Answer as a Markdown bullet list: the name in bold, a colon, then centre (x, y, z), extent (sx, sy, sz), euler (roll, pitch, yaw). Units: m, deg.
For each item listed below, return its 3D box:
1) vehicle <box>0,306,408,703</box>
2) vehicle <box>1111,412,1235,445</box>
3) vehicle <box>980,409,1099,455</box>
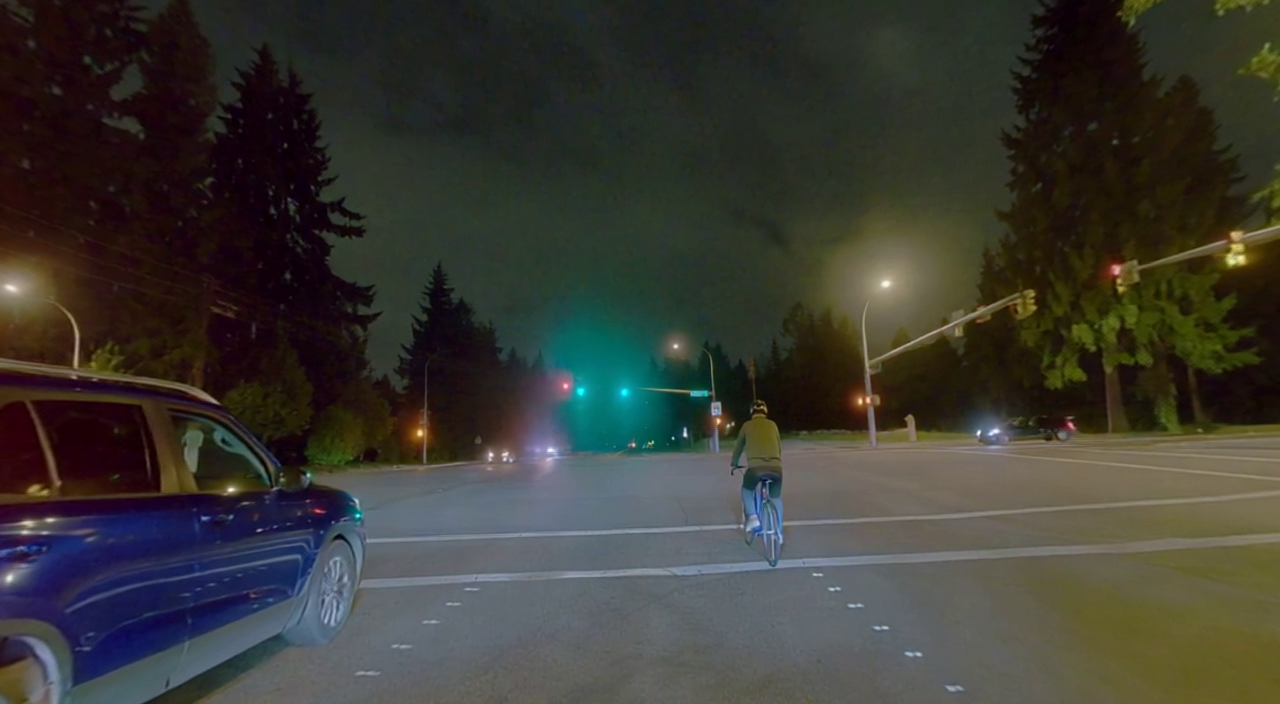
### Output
- **vehicle**: centre (-2.963, 0.887, 2.863), extent (2.049, 1.756, 4.602), euler (0, -8, 0)
- **vehicle**: centre (25.744, 3.739, 30.485), extent (4.716, 1.507, 1.904), euler (2, -9, -11)
- **vehicle**: centre (18.571, 3.751, 29.372), extent (4.237, 1.948, 1.997), euler (0, -9, -9)
